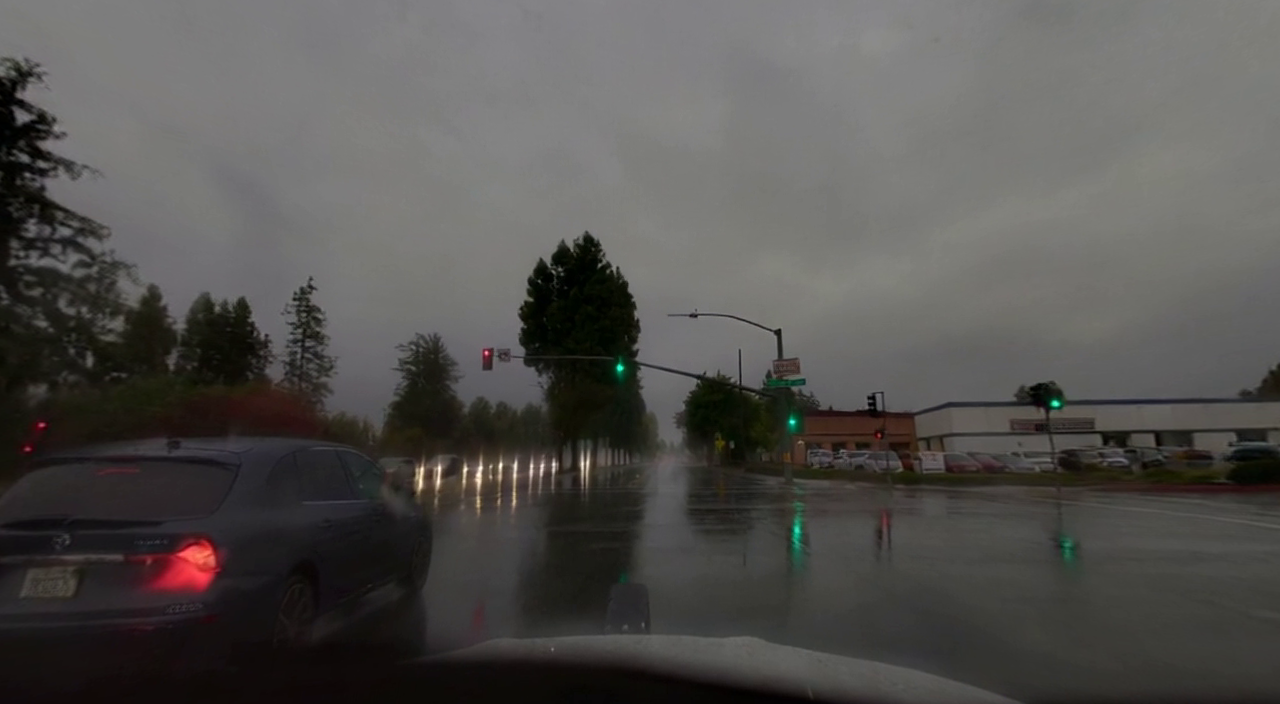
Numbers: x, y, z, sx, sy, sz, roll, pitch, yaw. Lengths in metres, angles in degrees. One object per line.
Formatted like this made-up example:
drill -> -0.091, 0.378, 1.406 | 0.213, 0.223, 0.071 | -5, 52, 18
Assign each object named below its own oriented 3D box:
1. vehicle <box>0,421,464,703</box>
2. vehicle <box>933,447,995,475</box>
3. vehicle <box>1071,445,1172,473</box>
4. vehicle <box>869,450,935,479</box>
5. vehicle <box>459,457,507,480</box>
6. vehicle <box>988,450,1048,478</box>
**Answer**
vehicle -> -3.011, 1.374, 4.834 | 1.924, 1.482, 4.734 | 0, -9, 0
vehicle -> 18.203, 6.064, 35.318 | 1.945, 1.434, 4.293 | -8, -12, 42
vehicle -> 28.160, 6.238, 36.900 | 4.678, 1.558, 1.883 | 1, -9, -10
vehicle -> 15.792, 6.704, 37.806 | 2.060, 1.445, 4.712 | -10, -11, 41
vehicle -> -10.910, 8.125, 44.089 | 2.001, 1.458, 4.278 | -1, -9, 4
vehicle -> 20.280, 5.939, 33.727 | 1.930, 1.410, 4.313 | -8, -11, 40
